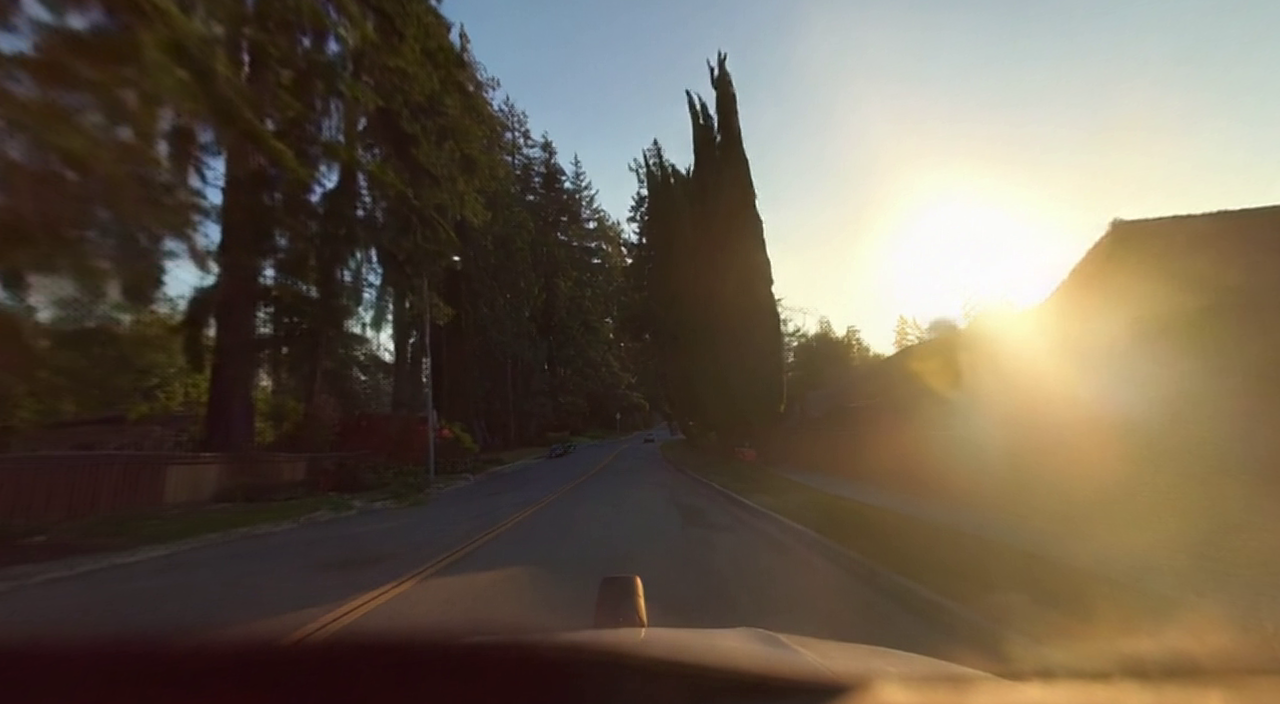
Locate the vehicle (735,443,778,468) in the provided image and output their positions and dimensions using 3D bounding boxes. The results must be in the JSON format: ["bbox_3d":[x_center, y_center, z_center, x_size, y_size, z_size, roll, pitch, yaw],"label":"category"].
[{"bbox_3d":[7.996,7.133,43.777,1.954,1.652,4.520,0,-9,-2],"label":"vehicle"}]

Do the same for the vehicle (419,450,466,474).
[{"bbox_3d":[-15.269,8.512,49.075,2.177,1.773,4.656,0,-9,0],"label":"vehicle"}]
